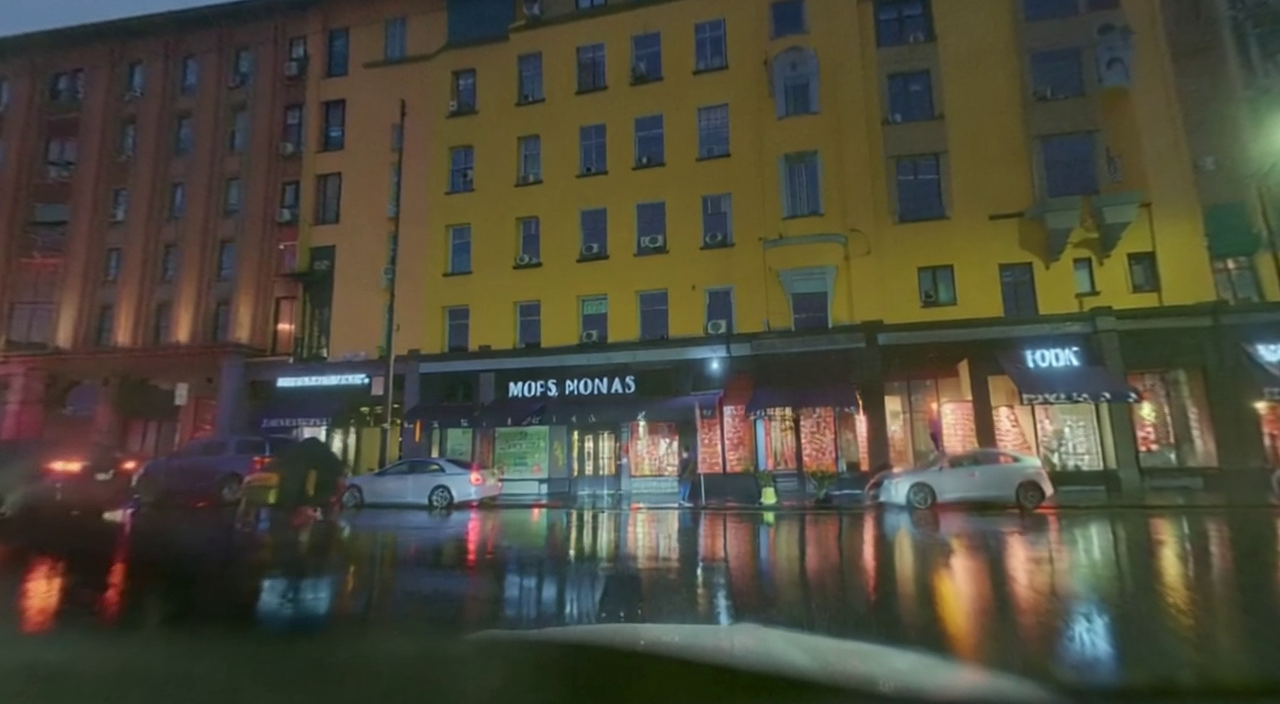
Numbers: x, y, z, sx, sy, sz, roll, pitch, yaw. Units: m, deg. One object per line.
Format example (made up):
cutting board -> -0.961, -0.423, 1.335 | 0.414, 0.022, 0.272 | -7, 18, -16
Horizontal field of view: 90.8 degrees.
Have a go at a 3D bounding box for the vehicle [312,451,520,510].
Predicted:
vehicle -> -5.834, 3.363, 16.800 | 4.830, 1.421, 1.826 | -1, -9, 6

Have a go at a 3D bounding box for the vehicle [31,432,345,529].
vehicle -> -7.742, 2.171, 11.009 | 4.330, 1.458, 1.932 | -2, -9, 12

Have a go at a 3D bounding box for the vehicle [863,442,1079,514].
vehicle -> 8.230, 3.170, 16.081 | 4.410, 1.687, 1.834 | -1, -9, 3
